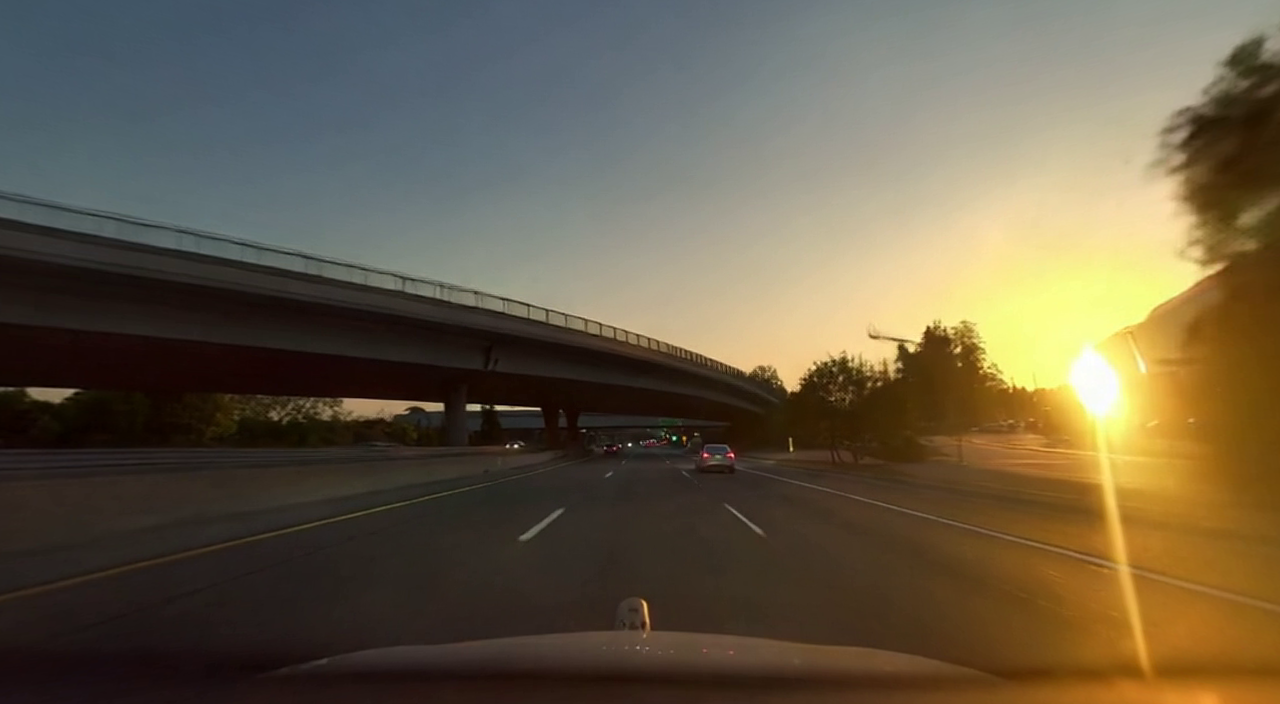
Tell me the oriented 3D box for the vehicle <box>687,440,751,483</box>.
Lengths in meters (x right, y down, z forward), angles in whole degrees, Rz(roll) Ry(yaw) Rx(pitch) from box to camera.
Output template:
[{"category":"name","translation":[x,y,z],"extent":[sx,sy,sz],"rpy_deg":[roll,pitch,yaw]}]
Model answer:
[{"category":"vehicle","translation":[3.217,4.583,26.615],"extent":[2.085,1.594,4.848],"rpy_deg":[0,-9,0]}]
